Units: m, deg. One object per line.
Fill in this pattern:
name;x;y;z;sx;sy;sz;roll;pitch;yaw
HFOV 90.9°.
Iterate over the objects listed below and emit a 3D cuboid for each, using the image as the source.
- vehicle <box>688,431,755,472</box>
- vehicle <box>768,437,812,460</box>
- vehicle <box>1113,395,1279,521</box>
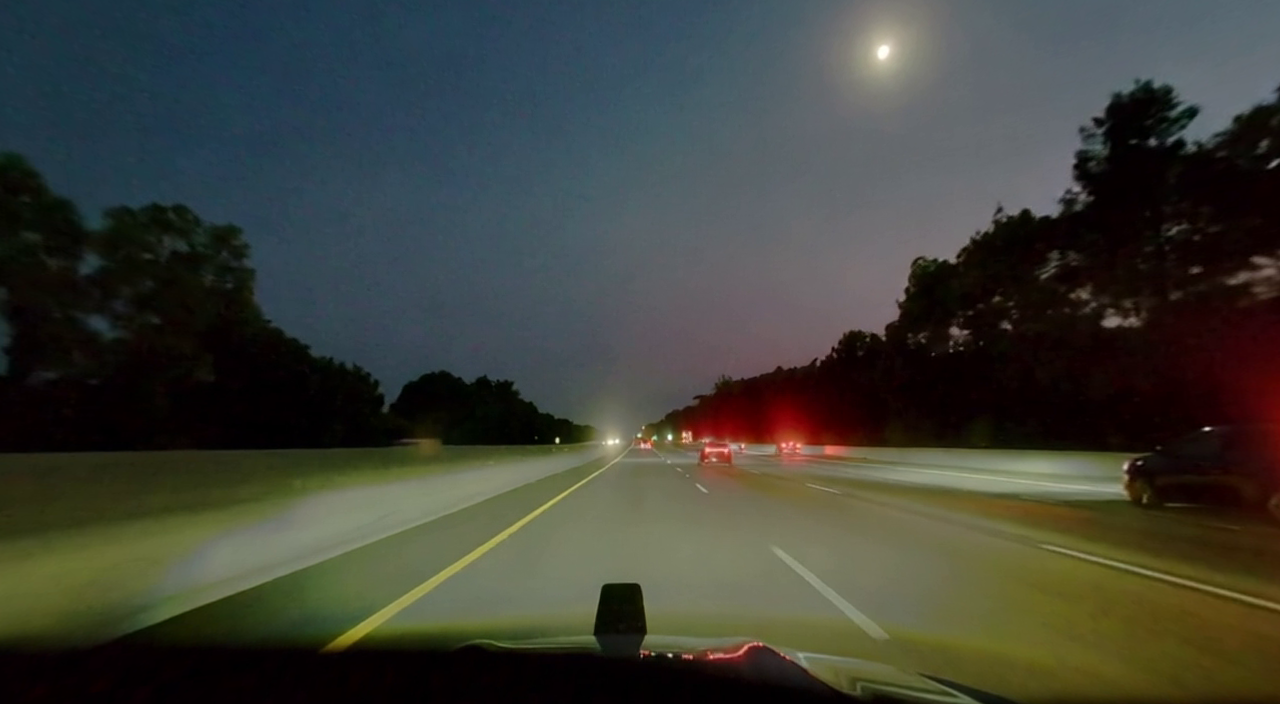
vehicle;3.482;4.388;27.921;2.326;1.644;4.206;-1;-8;-1
vehicle;10.441;6.729;44.221;1.970;1.479;4.480;-1;-8;-1
vehicle;10.280;1.561;9.379;2.062;1.809;5.679;-1;-8;0
